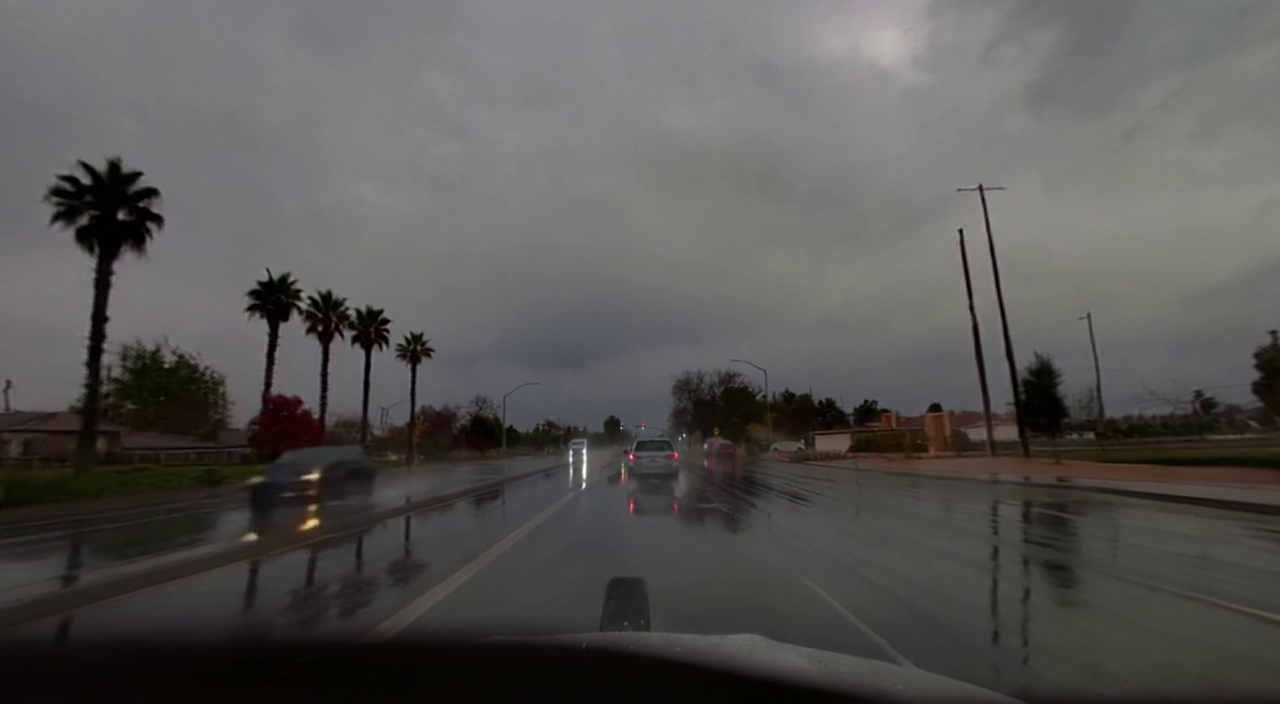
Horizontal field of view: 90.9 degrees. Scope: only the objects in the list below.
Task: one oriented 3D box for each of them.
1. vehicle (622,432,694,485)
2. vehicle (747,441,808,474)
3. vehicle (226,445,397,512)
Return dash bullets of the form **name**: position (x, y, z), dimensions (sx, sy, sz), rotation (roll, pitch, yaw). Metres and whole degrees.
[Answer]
- **vehicle**: position (0.549, 3.699, 22.160), dimensions (2.289, 1.679, 4.180), rotation (0, -8, -1)
- **vehicle**: position (6.522, 5.035, 30.354), dimensions (1.897, 1.477, 4.360), rotation (0, -8, 0)
- **vehicle**: position (-8.350, 3.215, 16.624), dimensions (1.951, 1.499, 4.710), rotation (0, -8, 0)
